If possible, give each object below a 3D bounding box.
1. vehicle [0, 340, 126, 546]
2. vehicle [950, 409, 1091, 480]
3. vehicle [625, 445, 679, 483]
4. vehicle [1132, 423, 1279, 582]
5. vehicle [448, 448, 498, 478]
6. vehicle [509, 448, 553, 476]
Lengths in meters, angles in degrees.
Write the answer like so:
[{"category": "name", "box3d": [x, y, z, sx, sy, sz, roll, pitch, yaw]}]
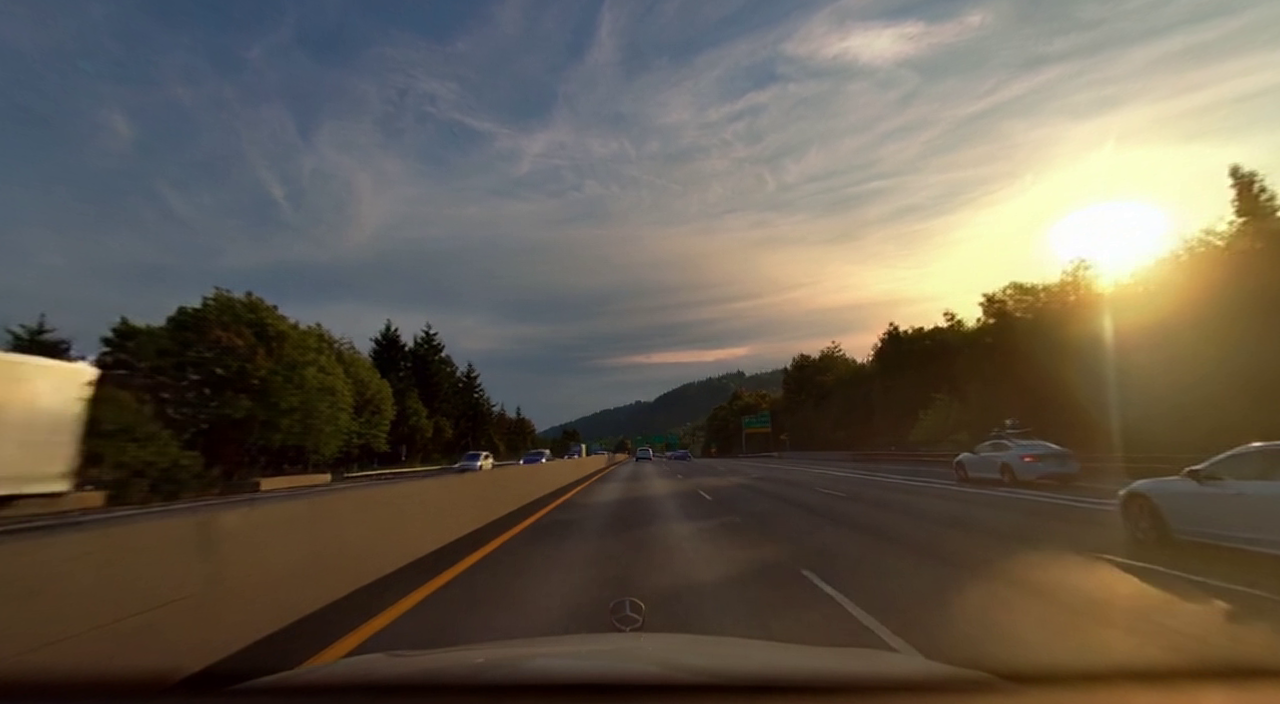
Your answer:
[{"category": "vehicle", "box3d": [-15.190, 1.280, 9.152, 3.413, 4.286, 14.339, 0, -9, 0]}, {"category": "vehicle", "box3d": [14.596, 3.627, 24.683, 2.115, 2.446, 5.323, 0, -9, 0]}, {"category": "vehicle", "box3d": [0.487, 4.844, 27.525, 2.177, 1.520, 4.278, 0, -9, 0]}, {"category": "vehicle", "box3d": [7.117, 1.338, 5.412, 1.977, 1.502, 4.670, 0, -9, 0]}, {"category": "vehicle", "box3d": [-11.465, 7.665, 43.653, 2.030, 1.920, 4.938, 0, -9, 1]}, {"category": "vehicle", "box3d": [-6.874, 6.986, 40.149, 1.962, 1.631, 4.070, 0, -9, 1]}]
